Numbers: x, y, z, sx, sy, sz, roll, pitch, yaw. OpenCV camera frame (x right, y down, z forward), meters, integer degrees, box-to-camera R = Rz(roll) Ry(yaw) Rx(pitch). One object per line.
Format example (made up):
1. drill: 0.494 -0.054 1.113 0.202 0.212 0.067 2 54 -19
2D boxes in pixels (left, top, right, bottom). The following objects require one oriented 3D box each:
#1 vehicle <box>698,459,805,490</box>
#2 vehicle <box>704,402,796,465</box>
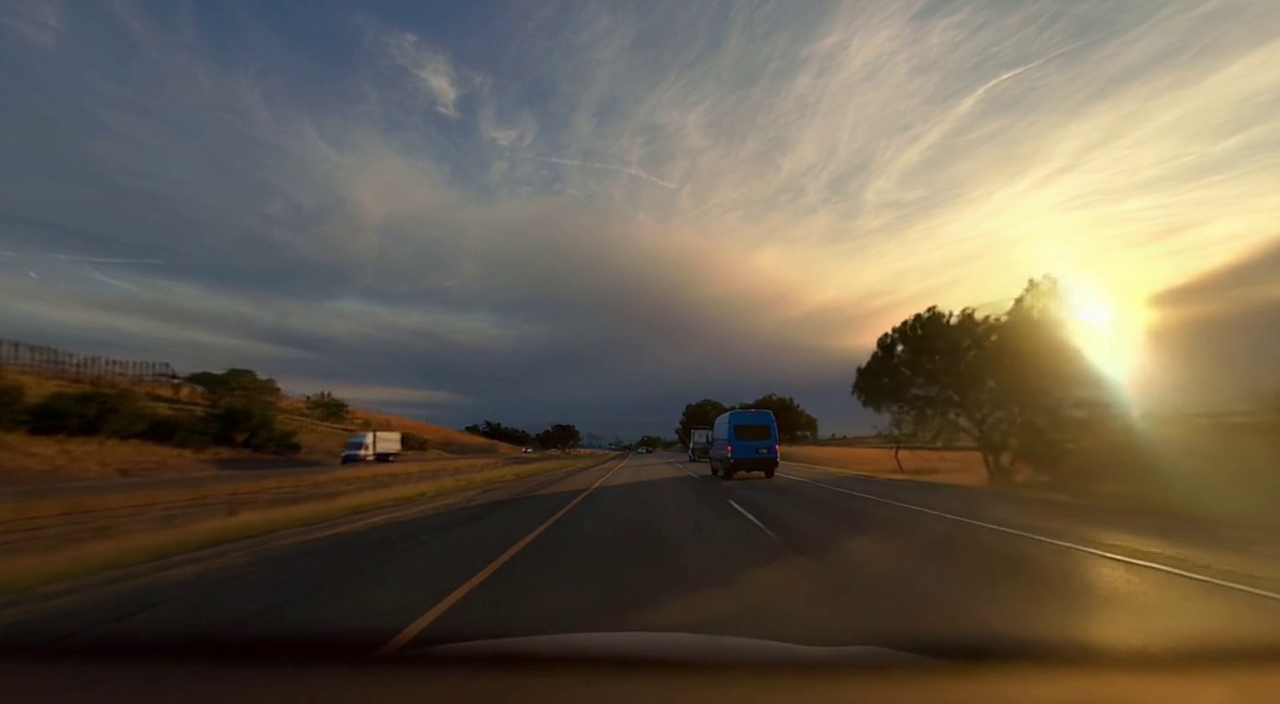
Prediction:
1. vehicle: 3.901 4.502 23.597 2.702 0.824 6.391 0 -8 -1
2. vehicle: 3.909 3.108 23.622 2.444 2.053 5.616 0 -9 0
